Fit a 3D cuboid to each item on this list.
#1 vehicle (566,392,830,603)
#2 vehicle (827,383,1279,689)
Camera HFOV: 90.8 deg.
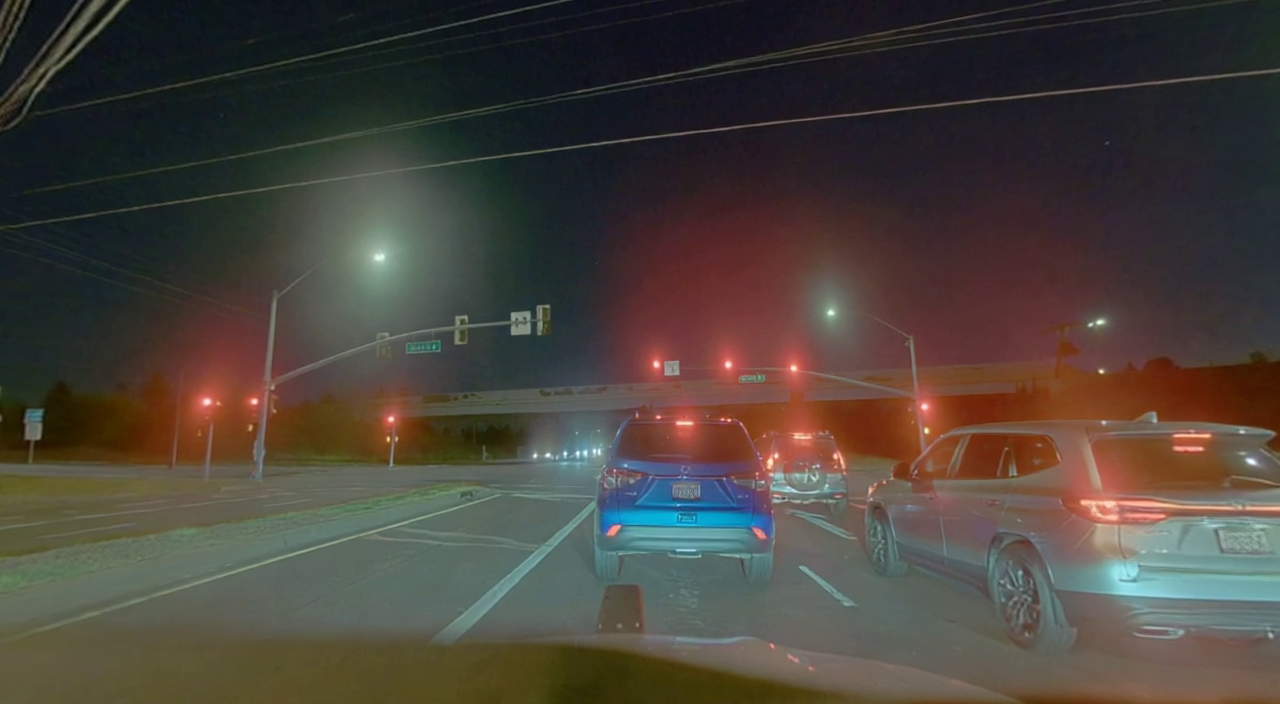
[{"bbox_3d":[0.444,1.555,7.615,2.240,1.778,4.335,0,-8,-1],"label":"vehicle"},{"bbox_3d":[3.409,1.336,5.804,1.990,1.649,4.625,0,-8,0],"label":"vehicle"}]
